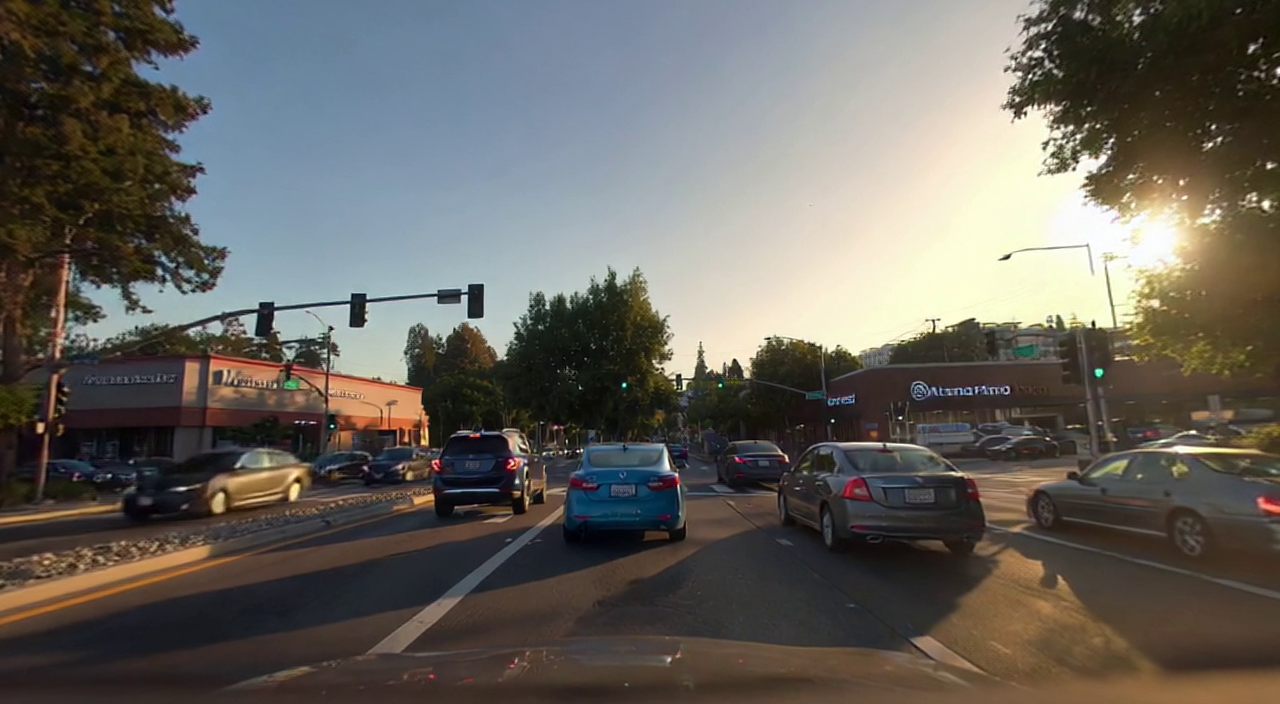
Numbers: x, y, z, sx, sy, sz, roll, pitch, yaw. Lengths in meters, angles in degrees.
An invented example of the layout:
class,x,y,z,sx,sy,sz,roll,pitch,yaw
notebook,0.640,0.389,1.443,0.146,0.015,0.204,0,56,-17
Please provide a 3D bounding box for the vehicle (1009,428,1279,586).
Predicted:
class,x,y,z,sx,sy,sz,roll,pitch,yaw
vehicle,7.207,1.807,8.224,2.004,1.508,4.646,0,-8,0

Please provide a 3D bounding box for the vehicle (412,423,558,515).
class,x,y,z,sx,sy,sz,roll,pitch,yaw
vehicle,-3.438,2.712,15.224,2.160,1.823,5.115,0,-8,1

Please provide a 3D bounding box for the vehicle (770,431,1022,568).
class,x,y,z,sx,sy,sz,roll,pitch,yaw
vehicle,3.282,1.948,9.177,2.020,1.513,4.120,0,-8,2

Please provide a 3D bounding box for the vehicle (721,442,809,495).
class,x,y,z,sx,sy,sz,roll,pitch,yaw
vehicle,3.820,3.614,20.139,1.888,1.472,4.528,0,-8,0

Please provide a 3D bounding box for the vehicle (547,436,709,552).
class,x,y,z,sx,sy,sz,roll,pitch,yaw
vehicle,-0.120,2.118,10.157,2.098,1.477,3.897,0,-8,1

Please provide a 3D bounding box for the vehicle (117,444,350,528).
class,x,y,z,sx,sy,sz,roll,pitch,yaw
vehicle,-8.330,2.738,13.607,2.045,1.438,4.480,0,-8,0
